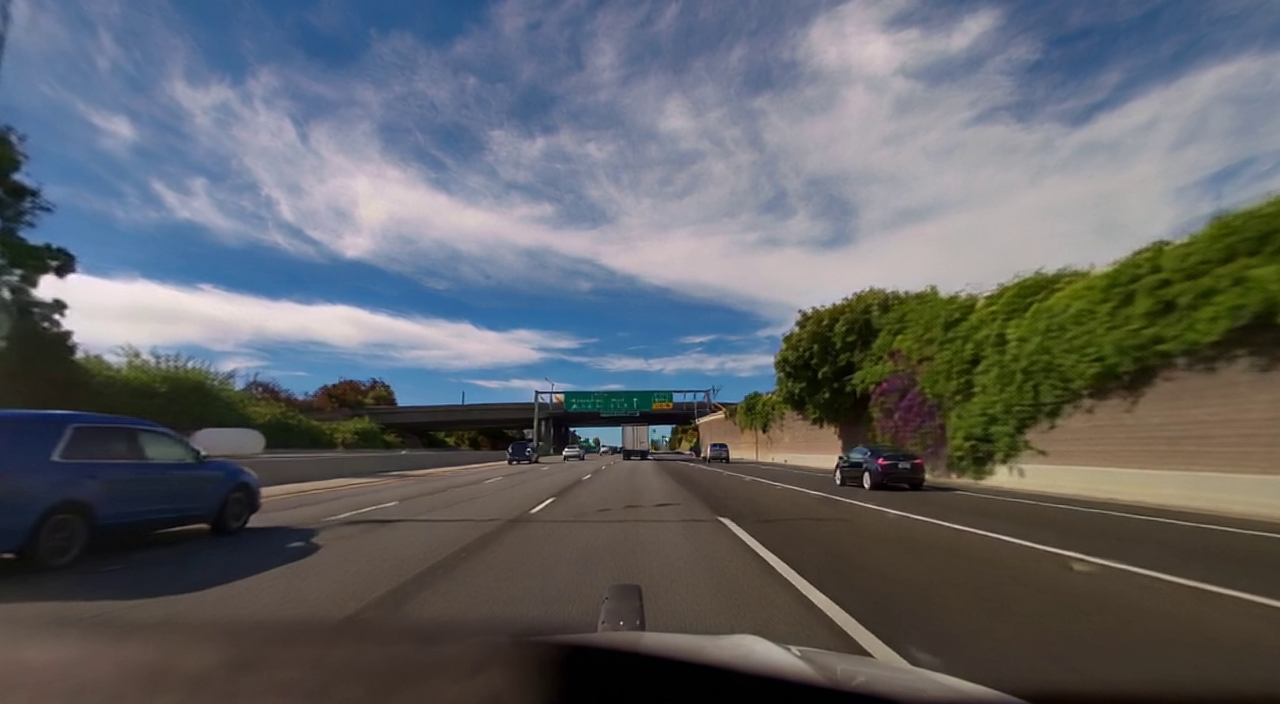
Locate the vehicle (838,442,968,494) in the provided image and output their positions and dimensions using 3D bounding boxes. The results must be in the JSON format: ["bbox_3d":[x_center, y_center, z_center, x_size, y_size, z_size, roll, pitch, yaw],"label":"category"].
[{"bbox_3d":[8.519,3.793,20.975,2.075,1.510,4.569,1,-9,-4],"label":"vehicle"}]

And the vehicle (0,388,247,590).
[{"bbox_3d":[-6.724,1.344,6.444,2.179,1.753,4.999,0,-9,0],"label":"vehicle"}]
